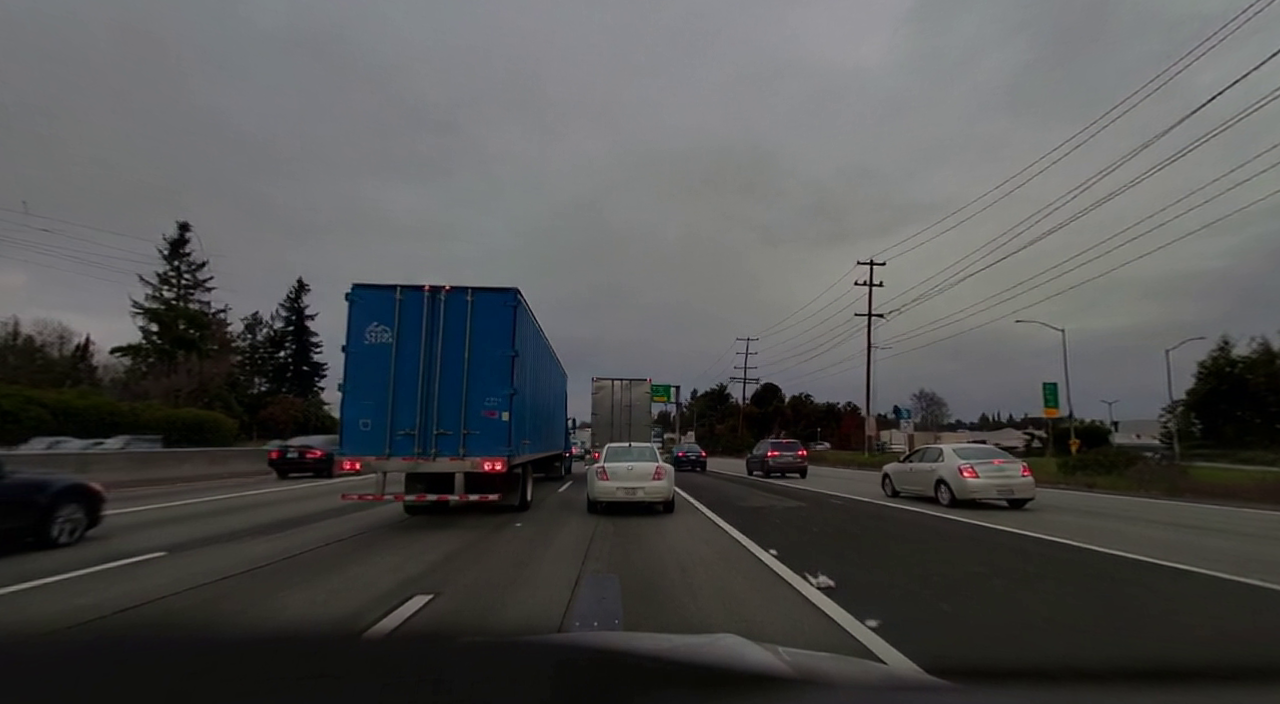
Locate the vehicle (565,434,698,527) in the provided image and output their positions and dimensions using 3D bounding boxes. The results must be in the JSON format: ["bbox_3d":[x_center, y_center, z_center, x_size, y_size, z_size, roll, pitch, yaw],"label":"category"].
[{"bbox_3d":[-0.227,2.358,12.131,2.112,1.463,4.012,0,-9,-3],"label":"vehicle"}]

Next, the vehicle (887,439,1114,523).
[{"bbox_3d":[7.024,2.528,12.957,1.878,1.406,4.164,1,-9,-6],"label":"vehicle"}]

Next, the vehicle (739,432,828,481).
[{"bbox_3d":[5.352,3.980,24.199,2.023,1.676,4.002,1,-9,-7],"label":"vehicle"}]

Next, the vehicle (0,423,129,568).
[{"bbox_3d":[-7.719,1.387,5.840,2.016,1.503,4.785,0,-9,-1],"label":"vehicle"}]

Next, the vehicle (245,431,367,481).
[{"bbox_3d":[-12.455,3.924,24.008,2.148,1.678,4.851,0,-9,-3],"label":"vehicle"}]

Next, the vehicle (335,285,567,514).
[{"bbox_3d":[-4.510,2.208,20.756,3.150,4.298,17.928,1,-9,-3],"label":"vehicle"}]
